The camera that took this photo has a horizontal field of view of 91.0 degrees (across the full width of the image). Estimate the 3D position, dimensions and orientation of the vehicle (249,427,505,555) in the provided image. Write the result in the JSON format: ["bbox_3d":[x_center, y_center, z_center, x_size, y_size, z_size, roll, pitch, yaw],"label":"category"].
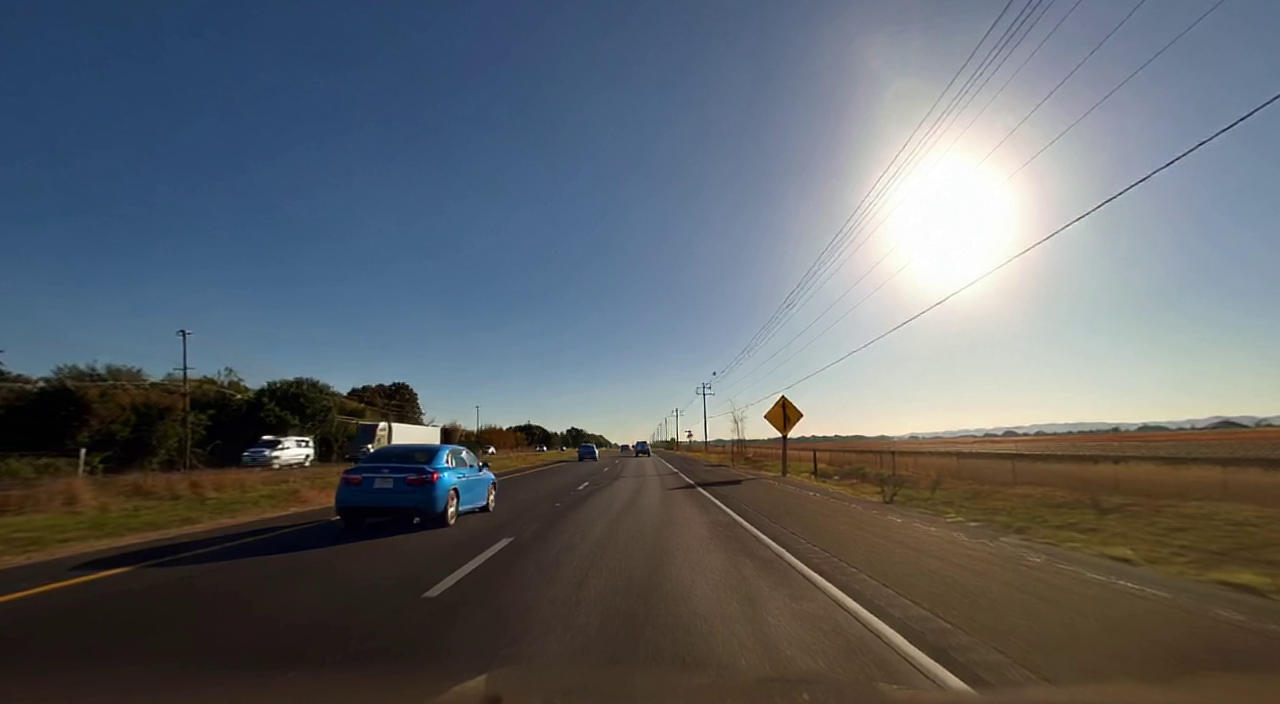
[{"bbox_3d":[-3.862,2.138,10.462,2.120,1.597,4.810,0,-9,1],"label":"vehicle"}]

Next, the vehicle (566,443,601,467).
[{"bbox_3d":[-3.803,7.053,43.254,1.953,1.517,4.407,0,-9,1],"label":"vehicle"}]
